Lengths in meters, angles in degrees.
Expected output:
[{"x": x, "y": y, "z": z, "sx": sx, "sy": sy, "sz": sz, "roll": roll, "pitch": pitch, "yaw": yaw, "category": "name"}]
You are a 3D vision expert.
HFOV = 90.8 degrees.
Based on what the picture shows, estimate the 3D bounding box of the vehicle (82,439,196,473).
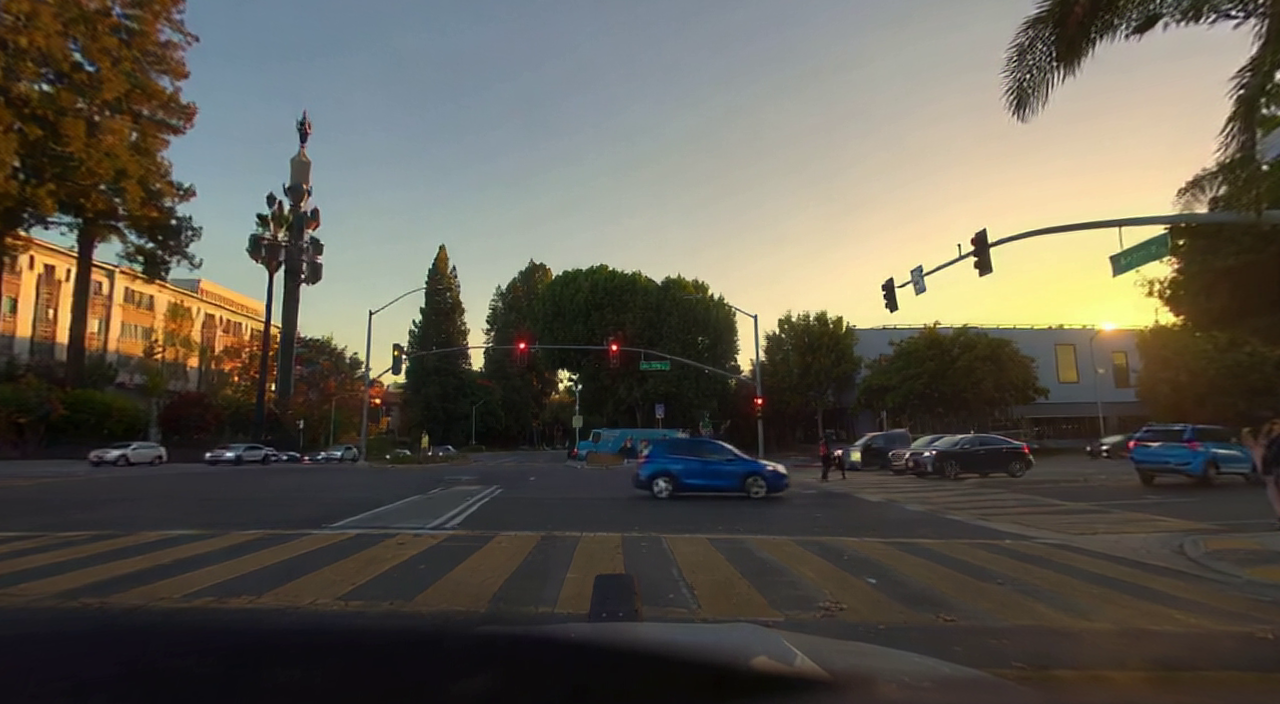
[{"x": -31.195, "y": 6.463, "z": 39.693, "sx": 2.456, "sy": 1.961, "sz": 5.978, "roll": 0, "pitch": -8, "yaw": -3, "category": "vehicle"}]

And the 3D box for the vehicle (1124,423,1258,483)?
[{"x": 18.663, "y": 3.383, "z": 21.351, "sx": 4.509, "sy": 1.821, "sz": 2.066, "roll": 5, "pitch": -10, "yaw": -33, "category": "vehicle"}]

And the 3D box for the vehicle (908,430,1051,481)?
[{"x": 12.911, "y": 3.917, "z": 24.066, "sx": 4.742, "sy": 1.762, "sz": 2.180, "roll": 3, "pitch": -9, "yaw": -22, "category": "vehicle"}]

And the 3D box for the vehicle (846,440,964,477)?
[{"x": 11.507, "y": 4.612, "z": 27.551, "sx": 4.317, "sy": 1.491, "sz": 1.896, "roll": 2, "pitch": -9, "yaw": -11, "category": "vehicle"}]

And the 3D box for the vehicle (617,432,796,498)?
[{"x": 1.715, "y": 2.896, "z": 16.400, "sx": 4.312, "sy": 1.540, "sz": 2.007, "roll": -1, "pitch": -8, "yaw": 8, "category": "vehicle"}]

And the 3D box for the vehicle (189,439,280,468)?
[{"x": -27.828, "y": 6.970, "z": 43.660, "sx": 2.388, "sy": 1.858, "sz": 6.056, "roll": 0, "pitch": -8, "yaw": -2, "category": "vehicle"}]
